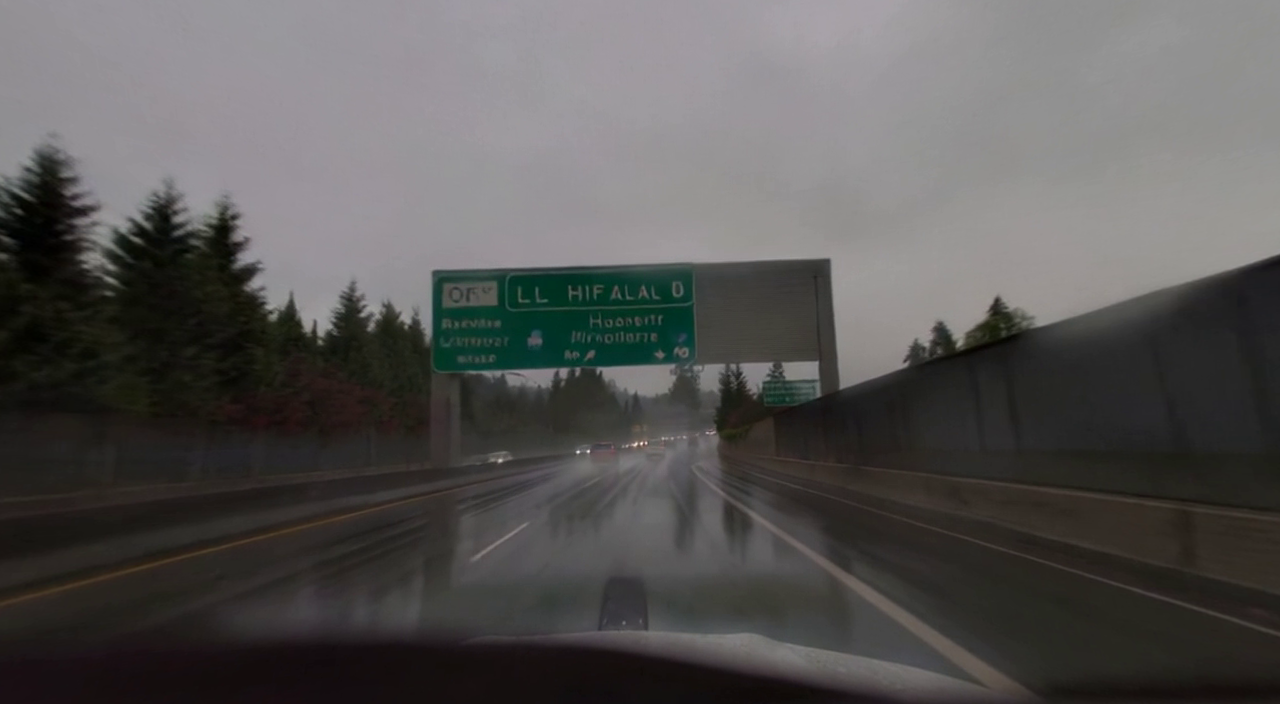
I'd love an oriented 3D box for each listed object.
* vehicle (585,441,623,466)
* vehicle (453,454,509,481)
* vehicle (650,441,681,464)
[{"bbox_3d":[-2.232,6.413,39.975,1.985,1.518,3.847,-1,-8,4],"label":"vehicle"},{"bbox_3d":[-9.665,7.035,38.666,1.977,1.489,4.631,0,-8,4],"label":"vehicle"},{"bbox_3d":[1.780,6.977,43.894,2.077,1.533,3.854,0,-8,3],"label":"vehicle"}]
